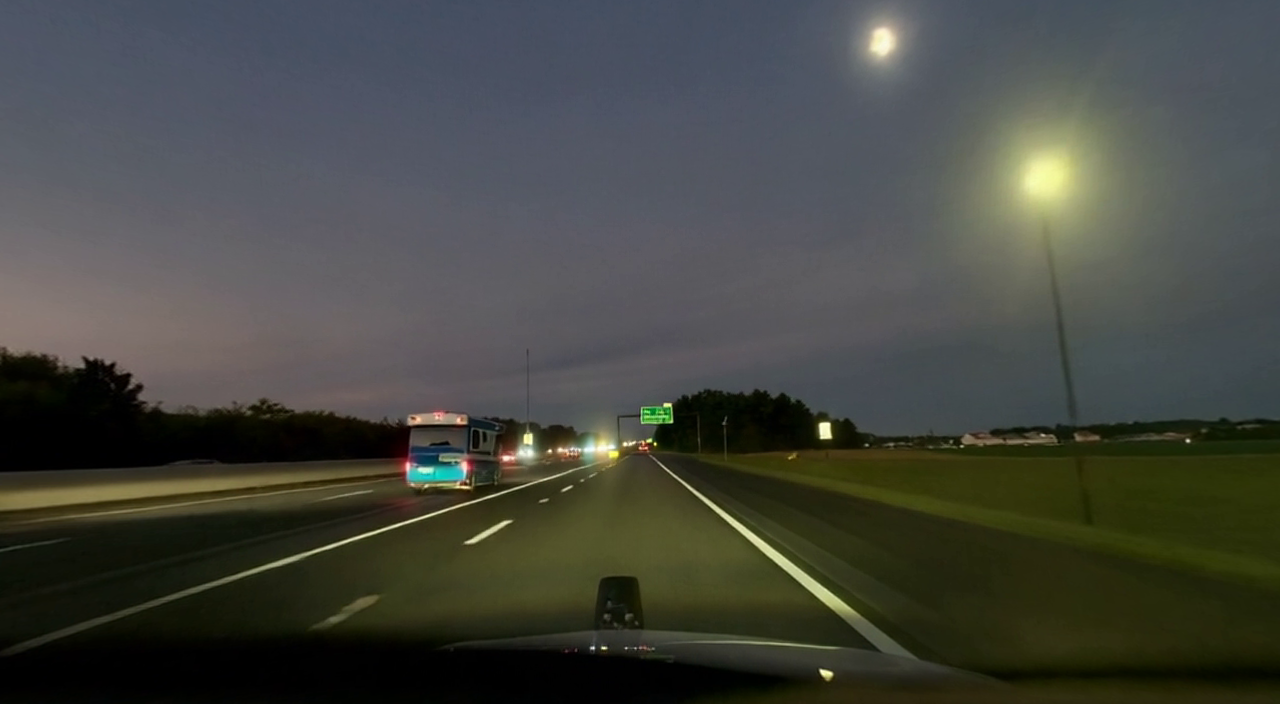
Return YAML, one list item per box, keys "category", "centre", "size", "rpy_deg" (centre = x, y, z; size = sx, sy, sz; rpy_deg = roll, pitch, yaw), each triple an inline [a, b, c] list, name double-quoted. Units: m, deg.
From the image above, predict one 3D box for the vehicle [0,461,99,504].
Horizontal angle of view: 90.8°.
- category: "vehicle"
  centre: [-23.626, 4.979, 24.443]
  size: [1.890, 1.433, 3.874]
  rpy_deg: [0, -8, -1]

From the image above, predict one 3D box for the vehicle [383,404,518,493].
- category: "vehicle"
  centre: [-6.998, 3.745, 24.687]
  size: [2.747, 2.934, 7.411]
  rpy_deg: [0, -8, 2]

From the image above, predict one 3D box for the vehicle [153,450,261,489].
- category: "vehicle"
  centre: [-19.158, 5.184, 28.188]
  size: [1.826, 1.527, 4.196]
  rpy_deg: [0, -8, 0]
